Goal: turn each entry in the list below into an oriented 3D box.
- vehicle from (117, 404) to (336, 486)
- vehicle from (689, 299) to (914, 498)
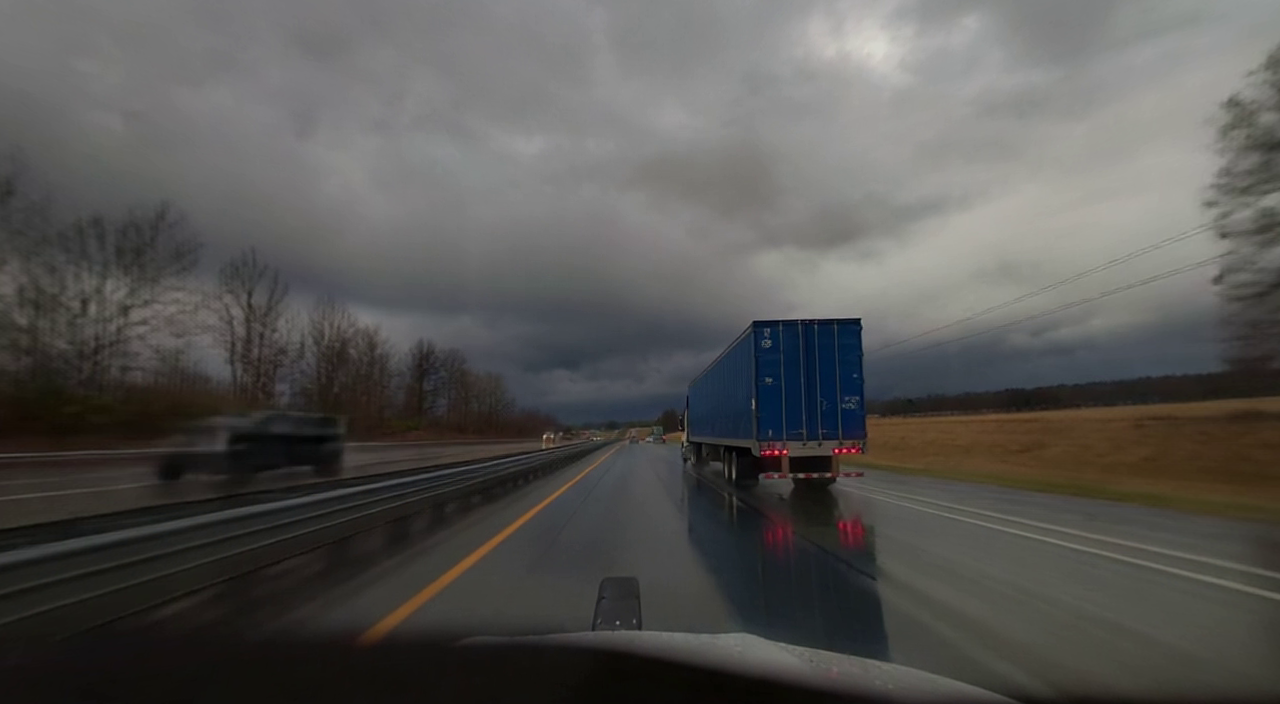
[{"bbox_3d":[-8.748,2.026,13.886,1.918,1.523,4.278,0,-8,0],"label":"vehicle"},{"bbox_3d":[4.070,2.121,21.990,3.203,4.273,17.131,0,-8,-1],"label":"vehicle"}]
